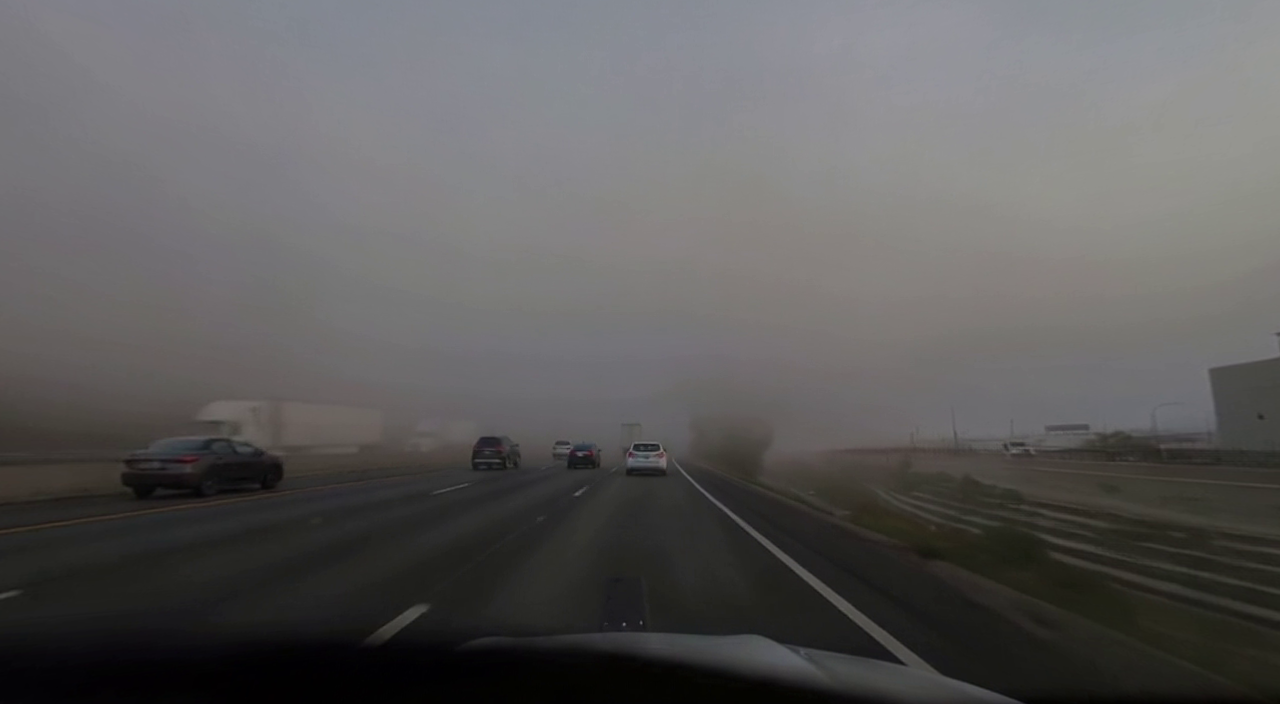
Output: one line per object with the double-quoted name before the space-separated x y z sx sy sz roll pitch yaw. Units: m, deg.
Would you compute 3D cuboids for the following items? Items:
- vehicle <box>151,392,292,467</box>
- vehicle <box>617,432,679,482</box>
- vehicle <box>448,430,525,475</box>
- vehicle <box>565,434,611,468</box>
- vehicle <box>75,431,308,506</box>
"vehicle" -23.688 4.548 36.322 3.071 3.895 6.904 0 -8 2
"vehicle" 0.308 3.932 23.863 2.136 1.678 4.052 0 -8 1
"vehicle" -6.629 4.415 27.855 2.105 1.790 4.689 0 -8 2
"vehicle" -2.946 5.748 36.715 2.108 1.832 4.549 0 -8 2
"vehicle" -10.482 2.747 15.407 1.910 1.501 5.004 0 -8 2
